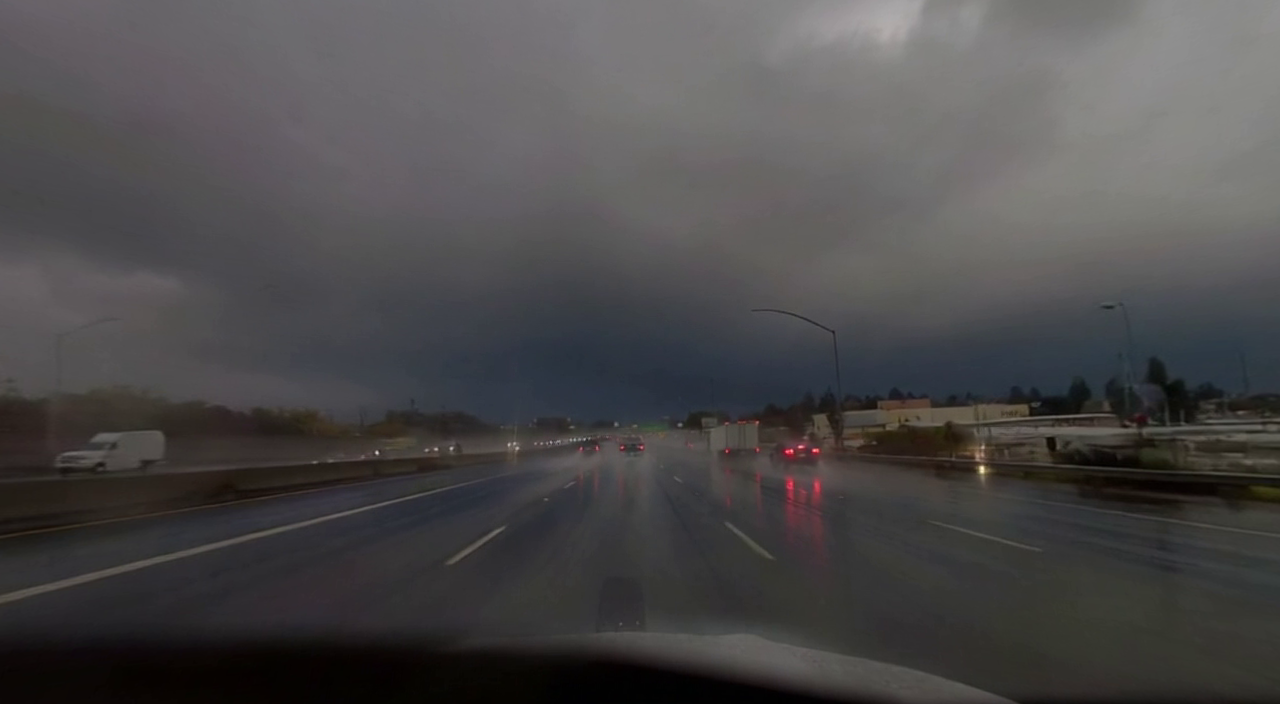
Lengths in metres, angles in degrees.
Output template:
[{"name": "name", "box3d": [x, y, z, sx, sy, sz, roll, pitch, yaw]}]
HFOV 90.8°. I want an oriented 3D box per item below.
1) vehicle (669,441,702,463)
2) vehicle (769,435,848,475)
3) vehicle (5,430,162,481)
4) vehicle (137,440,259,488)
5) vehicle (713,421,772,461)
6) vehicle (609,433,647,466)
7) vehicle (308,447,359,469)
[{"name": "vehicle", "box3d": [2.979, 6.621, 41.954, 1.816, 1.353, 3.809, 0, -9, -2]}, {"name": "vehicle", "box3d": [6.682, 4.144, 25.588, 1.879, 1.428, 4.402, 0, -9, -2]}, {"name": "vehicle", "box3d": [-29.532, 5.520, 33.971, 2.378, 2.420, 6.571, 0, -9, 0]}, {"name": "vehicle", "box3d": [-14.109, 3.574, 20.392, 1.546, 1.405, 3.307, 0, -9, -1]}, {"name": "vehicle", "box3d": [6.824, 6.109, 42.969, 2.790, 2.473, 6.815, 0, -9, 0]}, {"name": "vehicle", "box3d": [-0.672, 5.489, 35.641, 2.002, 1.759, 4.658, 0, -9, -1]}, {"name": "vehicle", "box3d": [-22.242, 7.682, 45.966, 1.892, 1.447, 3.595, 0, -9, -1]}]
